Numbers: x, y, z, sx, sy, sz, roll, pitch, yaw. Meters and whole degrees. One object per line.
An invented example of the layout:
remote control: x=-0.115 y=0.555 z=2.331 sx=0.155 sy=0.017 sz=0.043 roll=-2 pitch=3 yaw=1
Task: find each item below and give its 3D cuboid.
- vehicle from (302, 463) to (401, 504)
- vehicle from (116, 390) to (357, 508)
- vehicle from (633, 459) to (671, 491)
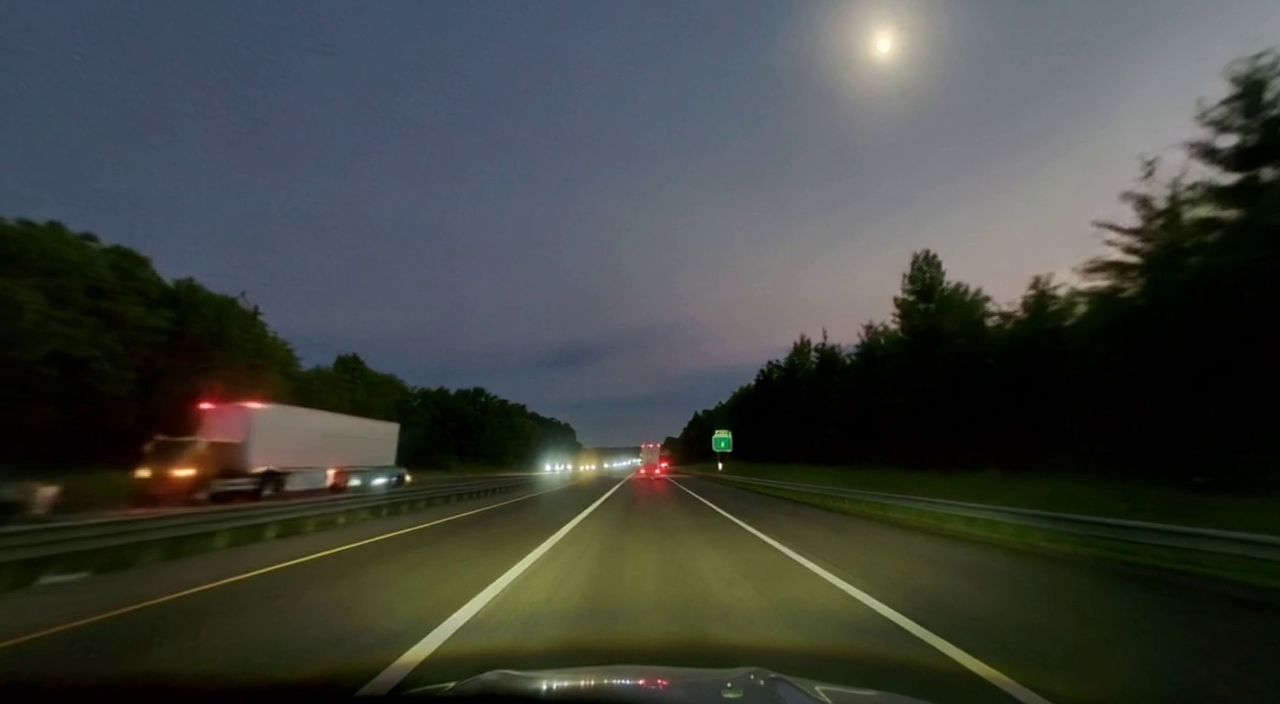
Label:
vehicle: x=-11.219 y=5.122 z=24.844 sx=1.829 sy=1.432 sz=4.294 roll=1 pitch=-10 yaw=0
vehicle: x=-15.767 y=4.148 z=26.173 sx=3.015 sy=3.895 sz=10.076 roll=0 pitch=-10 yaw=1
vehicle: x=0.676 y=7.166 z=36.837 sx=2.048 sy=1.663 sz=4.377 roll=1 pitch=-10 yaw=0
